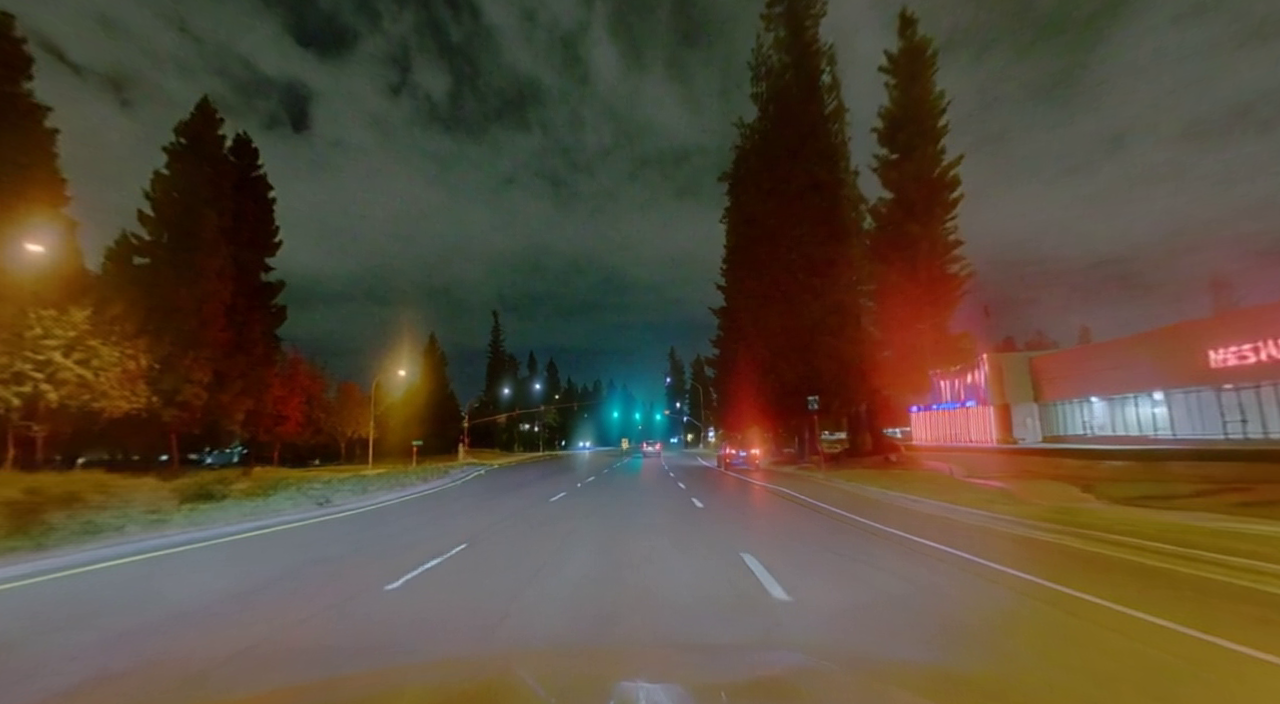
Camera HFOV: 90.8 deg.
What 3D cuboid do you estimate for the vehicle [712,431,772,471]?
[{"bbox_3d":[5.532,5.507,35.156,2.476,2.016,5.586,0,-9,1],"label":"vehicle"}]
